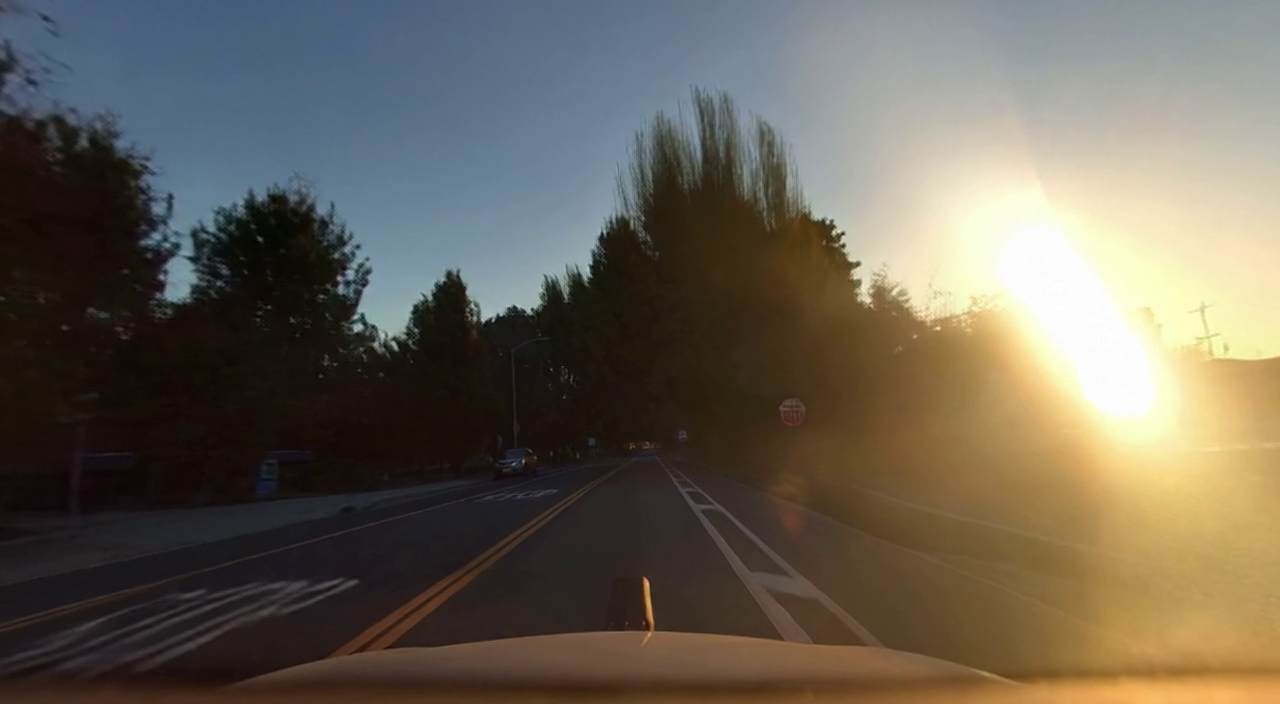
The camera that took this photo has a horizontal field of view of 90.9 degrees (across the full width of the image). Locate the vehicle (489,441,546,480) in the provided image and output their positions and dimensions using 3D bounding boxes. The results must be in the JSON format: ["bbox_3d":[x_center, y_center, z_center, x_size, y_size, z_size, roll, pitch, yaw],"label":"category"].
[{"bbox_3d":[-6.220,5.593,32.478,1.992,1.797,4.372,-2,-10,1],"label":"vehicle"}]
